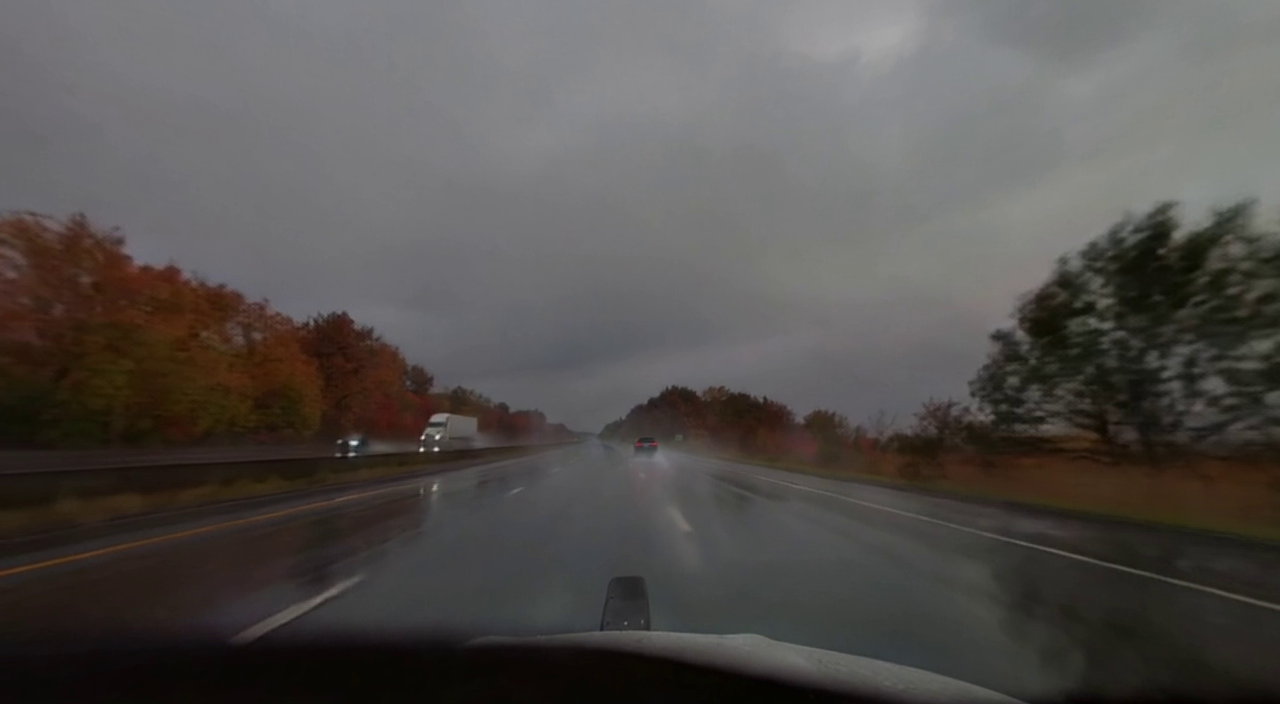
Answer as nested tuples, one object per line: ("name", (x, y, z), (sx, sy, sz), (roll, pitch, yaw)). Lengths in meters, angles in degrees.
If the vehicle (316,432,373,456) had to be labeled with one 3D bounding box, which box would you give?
("vehicle", (-19.108, 5.975, 40.887), (1.737, 1.473, 4.119), (0, -8, -1))
